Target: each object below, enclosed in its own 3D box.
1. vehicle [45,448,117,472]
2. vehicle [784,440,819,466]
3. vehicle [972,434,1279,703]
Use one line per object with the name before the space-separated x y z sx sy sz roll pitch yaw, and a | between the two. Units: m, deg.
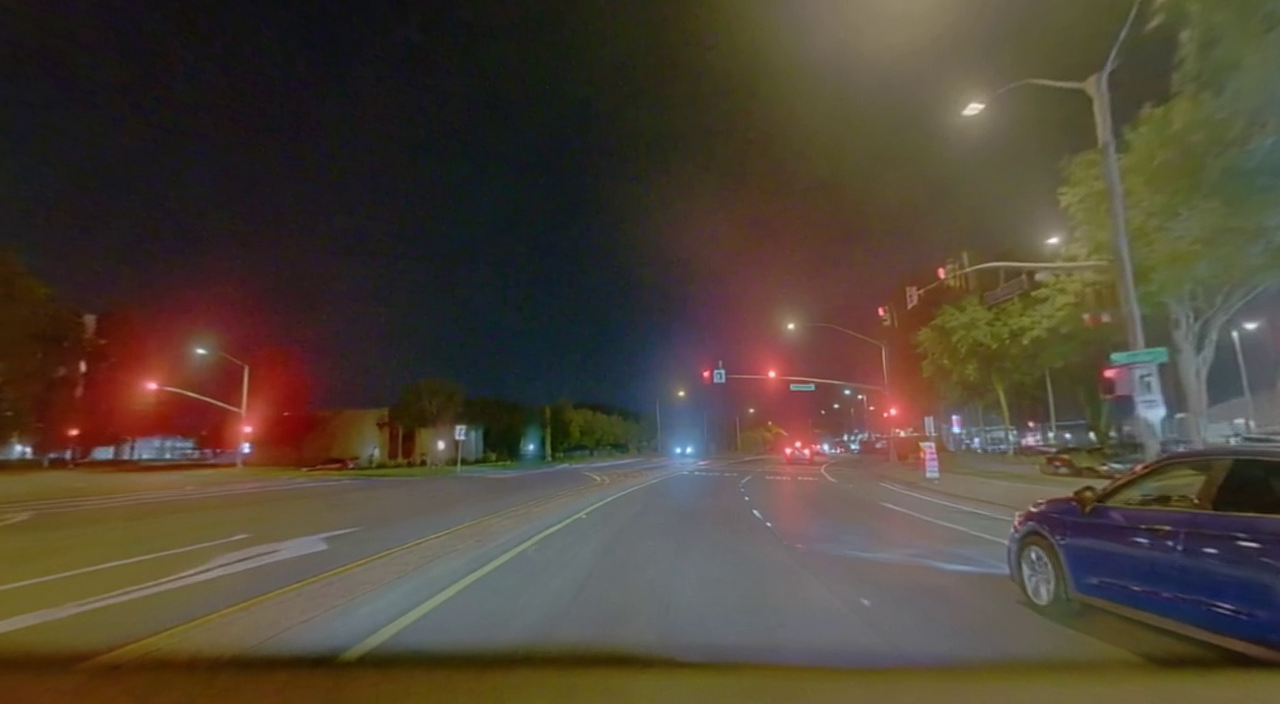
vehicle | -36.284 6.994 41.039 1.779 1.458 4.279 3 -9 -16
vehicle | 11.815 7.339 45.885 2.311 1.715 4.287 -2 -9 16
vehicle | 4.353 1.302 4.131 1.938 1.466 4.434 0 -9 0
